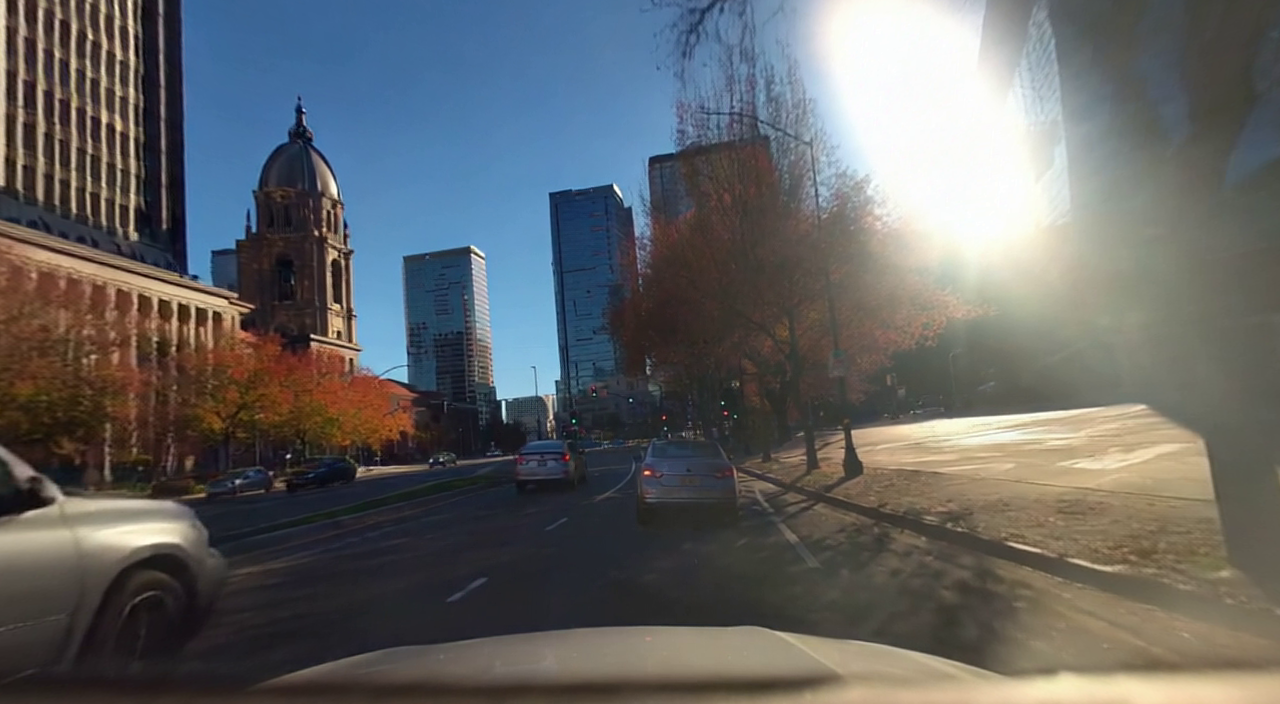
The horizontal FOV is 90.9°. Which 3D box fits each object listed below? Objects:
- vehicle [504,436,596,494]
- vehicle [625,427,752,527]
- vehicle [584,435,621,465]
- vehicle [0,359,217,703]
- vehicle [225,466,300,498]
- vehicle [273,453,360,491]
[{"bbox_3d":[-2.505,3.279,18.655,1.961,1.517,4.202,0,-9,2],"label":"vehicle"},{"bbox_3d":[0.754,2.206,11.624,1.933,1.504,3.802,0,-9,0],"label":"vehicle"},{"bbox_3d":[-2.325,6.131,39.683,1.969,1.764,4.160,0,-9,1],"label":"vehicle"},{"bbox_3d":[-3.312,0.743,1.617,1.848,1.641,3.686,0,-9,0],"label":"vehicle"},{"bbox_3d":[-23.551,8.086,39.591,2.003,1.747,4.505,0,-9,-2],"label":"vehicle"},{"bbox_3d":[-16.866,6.256,33.231,2.024,1.782,4.827,0,-9,0],"label":"vehicle"}]
